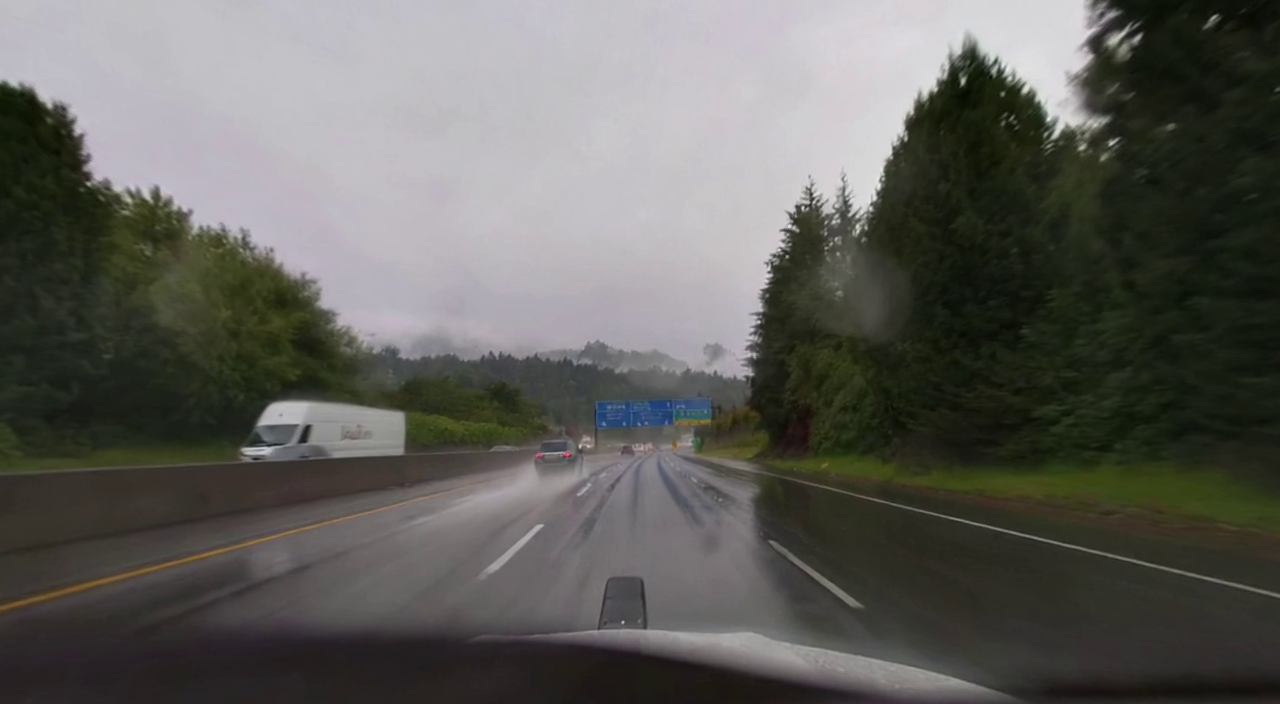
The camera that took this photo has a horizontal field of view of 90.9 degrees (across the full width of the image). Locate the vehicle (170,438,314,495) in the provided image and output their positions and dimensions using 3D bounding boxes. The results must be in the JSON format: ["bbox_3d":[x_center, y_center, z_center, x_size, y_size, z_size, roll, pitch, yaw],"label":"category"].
[{"bbox_3d":[-15.002,4.316,24.225,2.090,1.914,5.158,0,-9,0],"label":"vehicle"}]

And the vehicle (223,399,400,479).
[{"bbox_3d":[-19.395,5.481,39.126,3.227,4.084,13.972,0,-9,1],"label":"vehicle"}]

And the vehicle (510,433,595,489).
[{"bbox_3d":[-2.787,3.596,20.995,2.183,1.662,3.968,0,-9,1],"label":"vehicle"}]
